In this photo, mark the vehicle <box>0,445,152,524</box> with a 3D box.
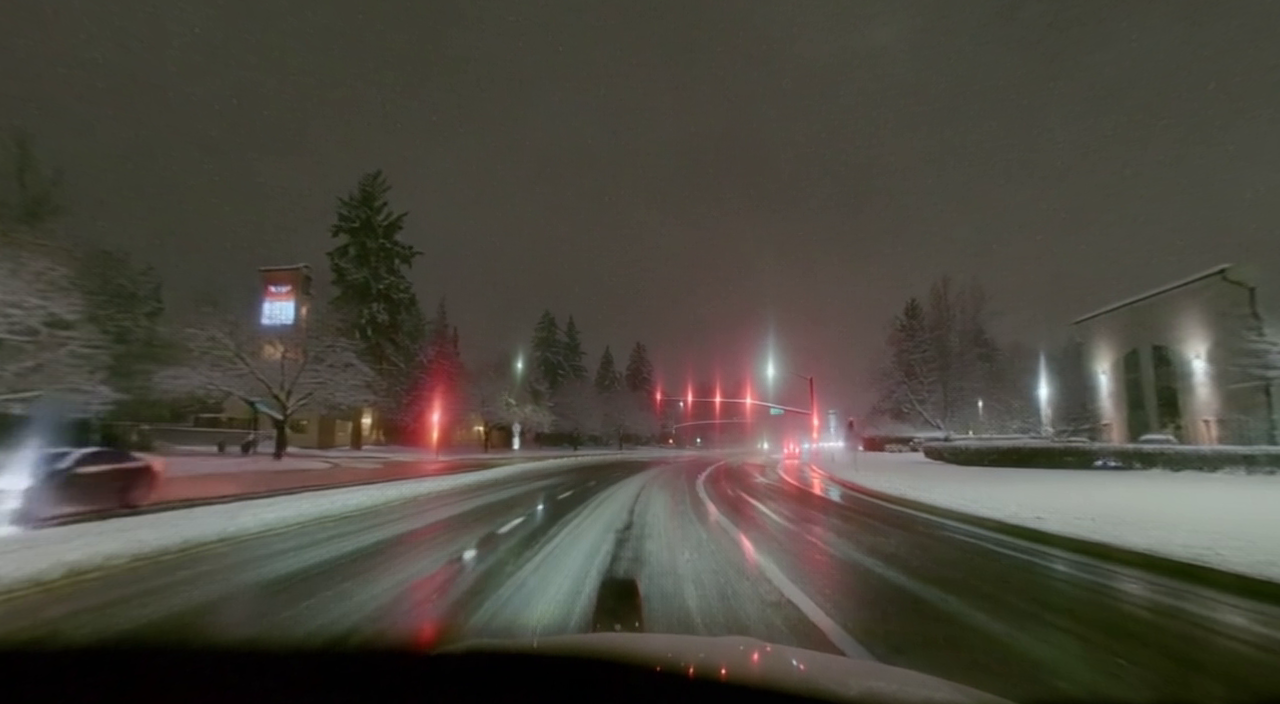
[{"bbox_3d":[-14.882,3.162,15.546,2.080,1.695,4.454,-1,-9,1],"label":"vehicle"}]

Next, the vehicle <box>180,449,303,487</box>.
[{"bbox_3d":[-17.198,4.993,27.639,1.975,1.500,4.814,-1,-9,4],"label":"vehicle"}]
